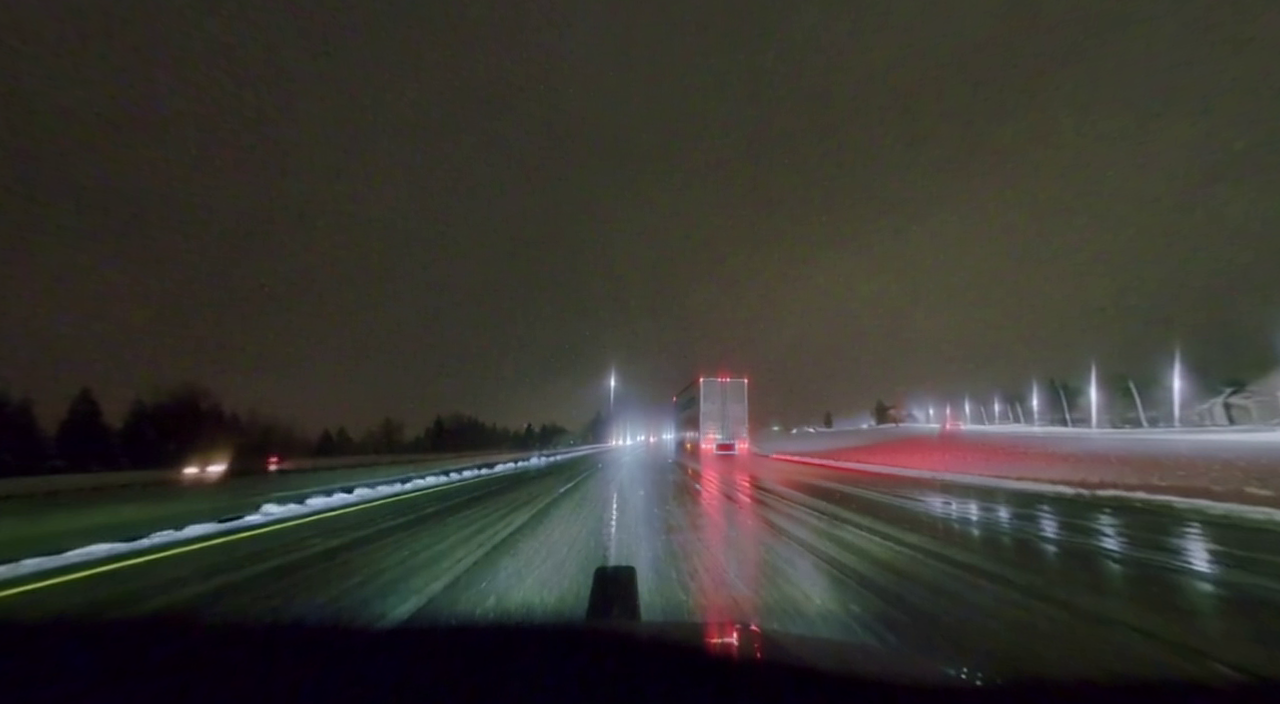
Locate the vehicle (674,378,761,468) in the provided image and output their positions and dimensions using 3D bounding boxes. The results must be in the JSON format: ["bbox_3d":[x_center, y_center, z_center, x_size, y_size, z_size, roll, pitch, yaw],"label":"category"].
[{"bbox_3d":[3.917,4.236,35.996,2.960,4.099,14.097,0,-8,-1],"label":"vehicle"}]

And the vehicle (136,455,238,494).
[{"bbox_3d":[-19.319,5.202,27.015,1.688,1.419,3.582,0,-8,0],"label":"vehicle"}]
